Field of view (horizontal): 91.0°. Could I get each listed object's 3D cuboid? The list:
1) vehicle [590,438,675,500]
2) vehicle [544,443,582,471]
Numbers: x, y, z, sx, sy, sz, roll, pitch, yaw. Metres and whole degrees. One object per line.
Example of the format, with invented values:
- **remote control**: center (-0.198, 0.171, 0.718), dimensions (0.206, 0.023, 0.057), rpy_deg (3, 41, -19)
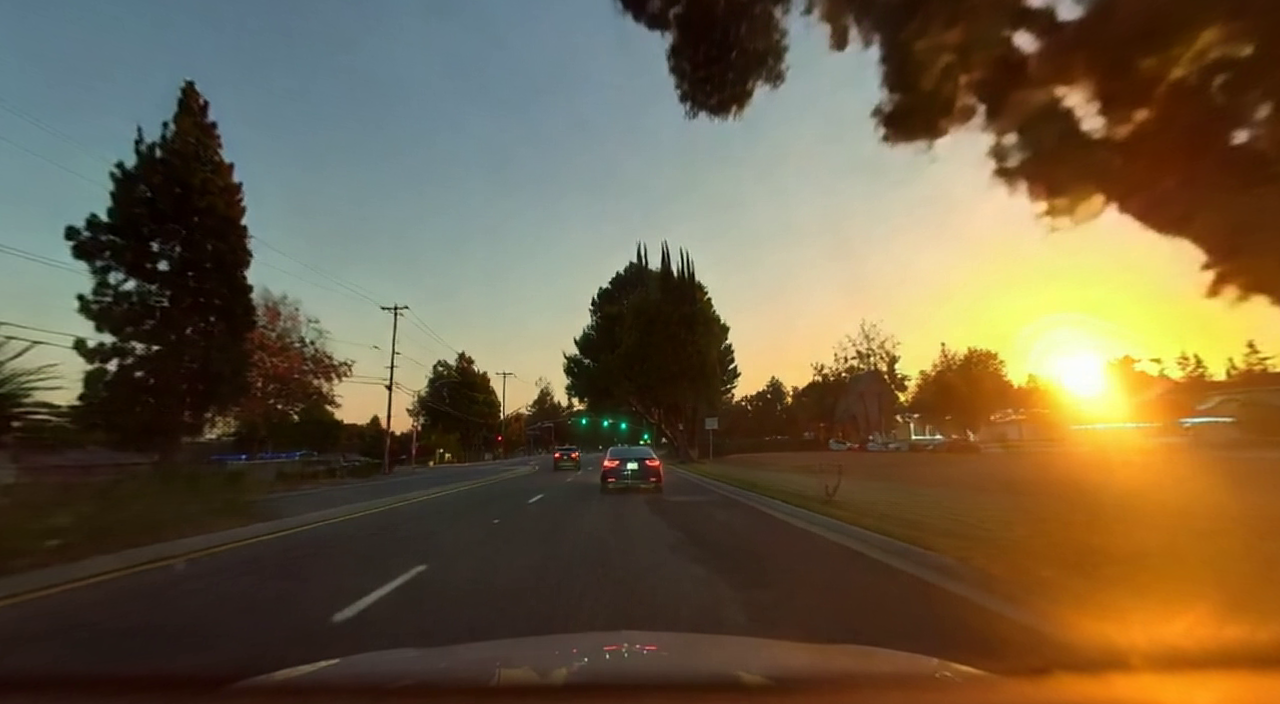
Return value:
- **vehicle**: center (-0.307, 3.454, 19.067), dimensions (2.235, 1.597, 4.918), rpy_deg (0, -9, -3)
- **vehicle**: center (-5.206, 7.131, 43.029), dimensions (2.189, 1.776, 4.342), rpy_deg (0, -9, -2)
